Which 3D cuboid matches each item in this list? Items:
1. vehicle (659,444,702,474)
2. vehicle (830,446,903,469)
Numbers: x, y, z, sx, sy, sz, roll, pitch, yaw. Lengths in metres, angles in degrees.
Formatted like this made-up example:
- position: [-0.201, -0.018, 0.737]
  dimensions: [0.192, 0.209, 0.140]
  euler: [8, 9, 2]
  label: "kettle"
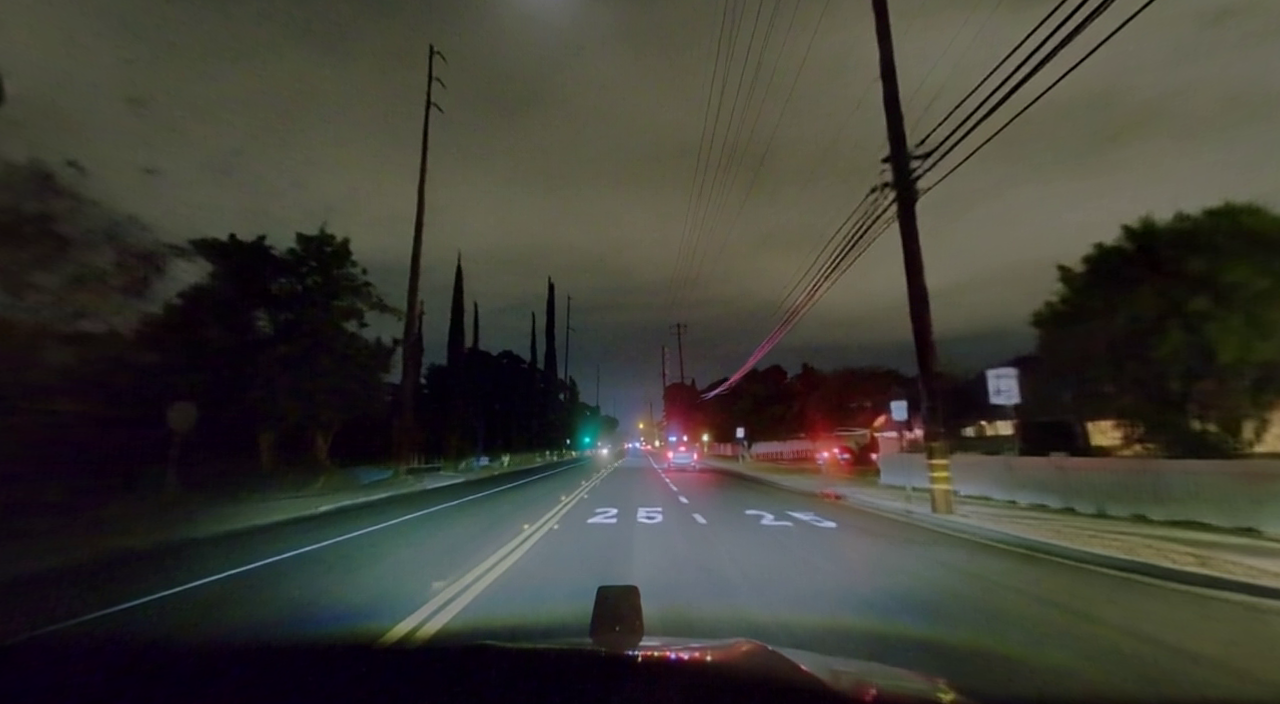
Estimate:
- position: [2.052, 5.569, 33.084]
  dimensions: [1.975, 1.497, 3.647]
  euler: [0, -9, 0]
  label: "vehicle"
- position: [14.441, 6.770, 40.462]
  dimensions: [3.838, 1.405, 1.992]
  euler: [1, -9, -6]
  label: "vehicle"
